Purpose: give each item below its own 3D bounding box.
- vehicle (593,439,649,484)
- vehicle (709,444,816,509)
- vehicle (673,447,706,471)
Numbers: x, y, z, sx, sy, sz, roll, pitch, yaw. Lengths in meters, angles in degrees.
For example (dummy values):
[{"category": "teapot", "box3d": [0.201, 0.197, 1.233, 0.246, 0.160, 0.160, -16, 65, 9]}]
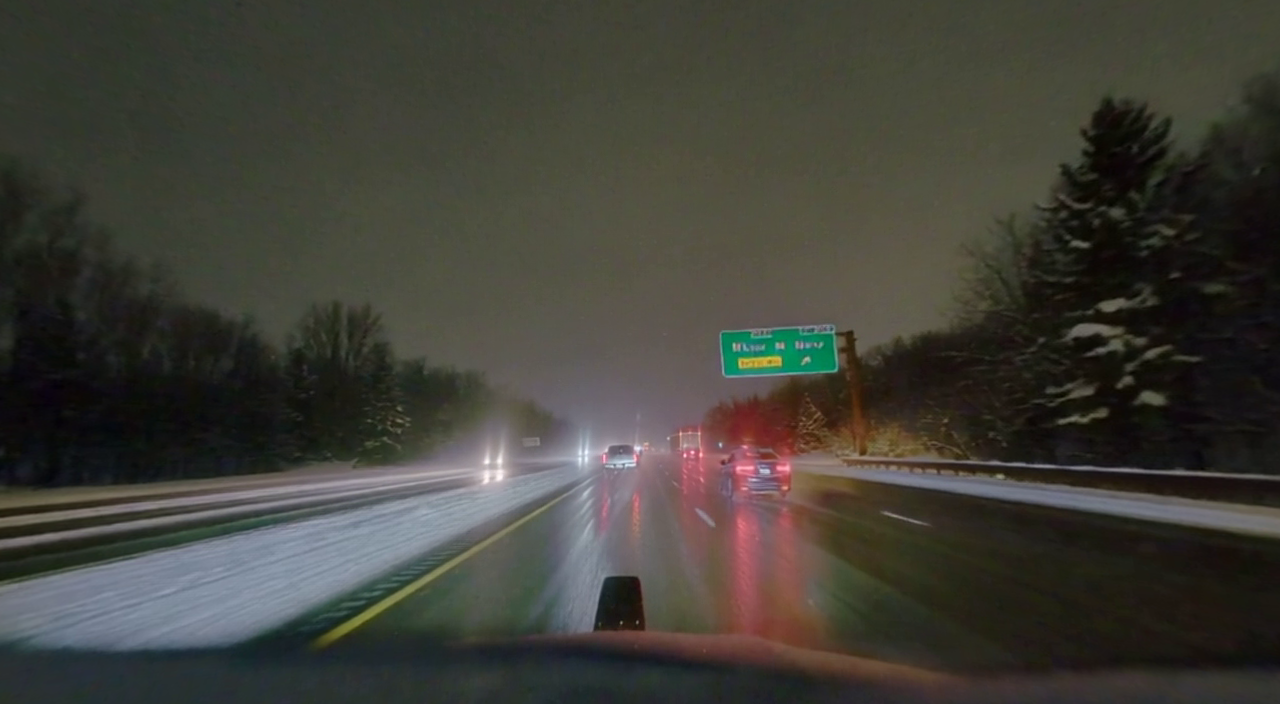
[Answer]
[{"category": "vehicle", "box3d": [-0.713, 4.578, 26.558, 2.142, 1.724, 4.344, 0, -9, 0]}, {"category": "vehicle", "box3d": [3.068, 3.199, 16.671, 2.004, 1.471, 4.032, 0, -9, 0]}, {"category": "vehicle", "box3d": [3.460, 7.565, 44.753, 2.047, 1.540, 4.294, 0, -9, 0]}]
